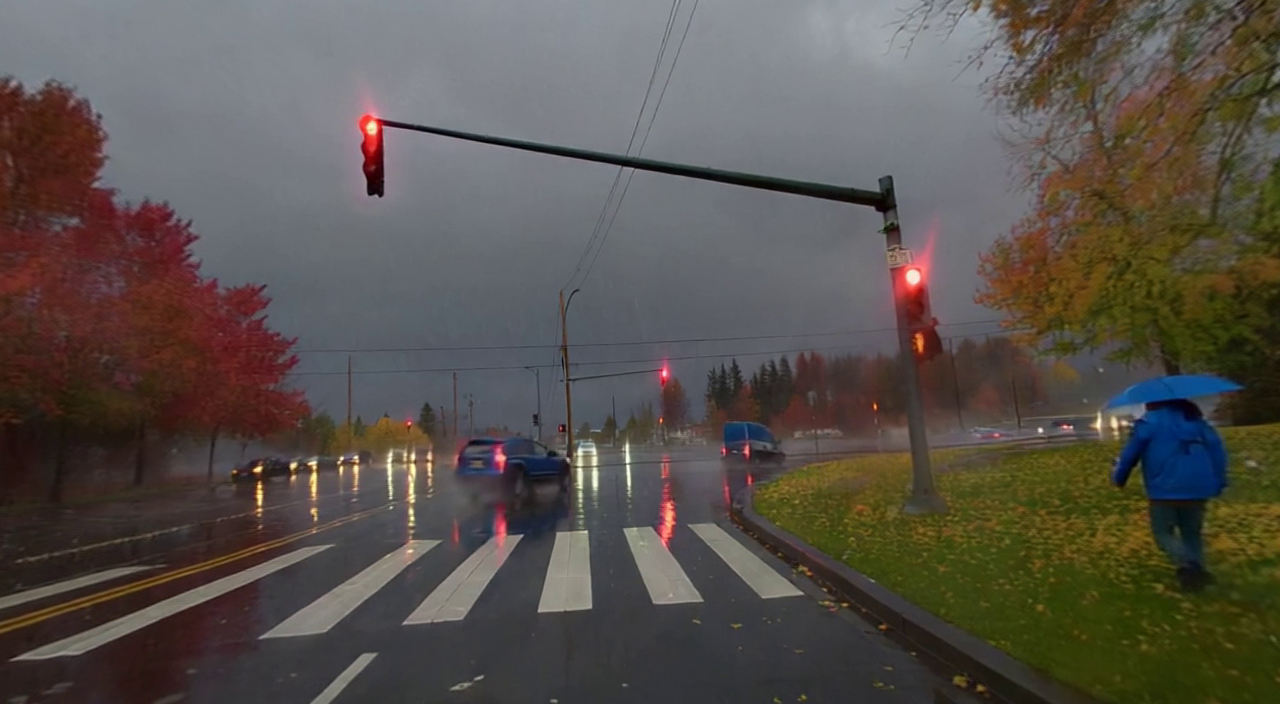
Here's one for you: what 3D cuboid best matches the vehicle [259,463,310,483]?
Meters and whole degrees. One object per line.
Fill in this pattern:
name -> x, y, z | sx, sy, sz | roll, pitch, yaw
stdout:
vehicle -> -28.147, 9.571, 49.740 | 1.776, 1.452, 3.920 | 0, -9, 0

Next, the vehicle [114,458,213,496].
vehicle -> -27.839, 7.276, 36.902 | 2.064, 1.913, 5.081 | 0, -9, -4

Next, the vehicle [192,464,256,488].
vehicle -> -28.545, 8.481, 43.146 | 1.768, 1.465, 3.972 | 0, -9, -1

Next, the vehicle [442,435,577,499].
vehicle -> -4.436, 3.938, 21.910 | 2.001, 1.988, 4.281 | -8, -11, 39

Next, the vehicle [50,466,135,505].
vehicle -> -25.427, 6.158, 29.260 | 1.694, 1.528, 4.225 | 3, -9, -23

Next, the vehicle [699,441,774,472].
vehicle -> 5.394, 5.716, 34.548 | 1.915, 1.586, 4.734 | -8, -11, 39

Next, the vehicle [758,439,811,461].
vehicle -> 11.437, 7.719, 49.395 | 1.979, 1.659, 4.907 | -8, -11, 39

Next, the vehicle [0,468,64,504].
vehicle -> -30.329, 6.441, 30.324 | 1.800, 1.520, 3.968 | 2, -9, -14
